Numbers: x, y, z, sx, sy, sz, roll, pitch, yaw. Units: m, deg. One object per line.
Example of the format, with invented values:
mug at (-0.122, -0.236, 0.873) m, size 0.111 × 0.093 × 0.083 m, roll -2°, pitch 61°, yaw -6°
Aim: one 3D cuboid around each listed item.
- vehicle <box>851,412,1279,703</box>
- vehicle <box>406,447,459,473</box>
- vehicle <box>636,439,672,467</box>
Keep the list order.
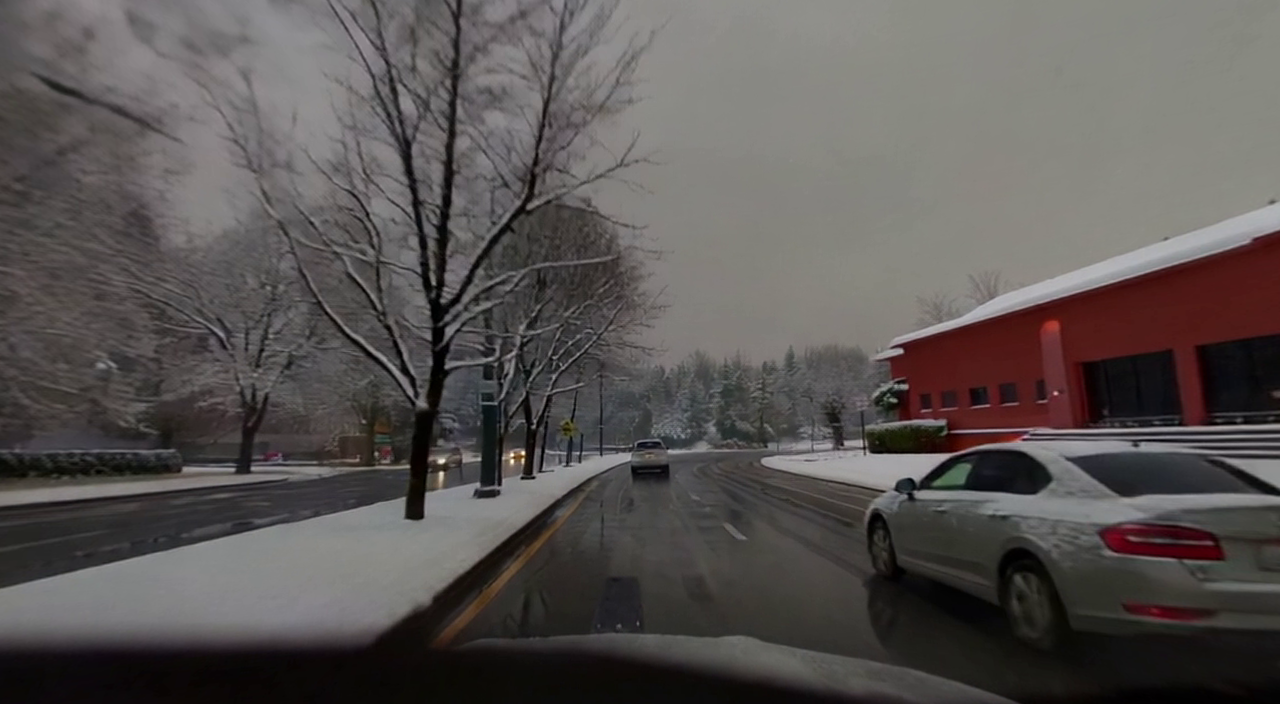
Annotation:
vehicle at (3.702, 1.385, 5.349) m, size 2.132 × 1.497 × 4.827 m, roll 0°, pitch -8°, yaw 0°
vehicle at (-14.071, 7.312, 43.118) m, size 1.910 × 1.667 × 4.290 m, roll -1°, pitch -8°, yaw 4°
vehicle at (0.958, 6.558, 41.133) m, size 2.123 × 1.703 × 4.292 m, roll -1°, pitch -8°, yaw 5°
